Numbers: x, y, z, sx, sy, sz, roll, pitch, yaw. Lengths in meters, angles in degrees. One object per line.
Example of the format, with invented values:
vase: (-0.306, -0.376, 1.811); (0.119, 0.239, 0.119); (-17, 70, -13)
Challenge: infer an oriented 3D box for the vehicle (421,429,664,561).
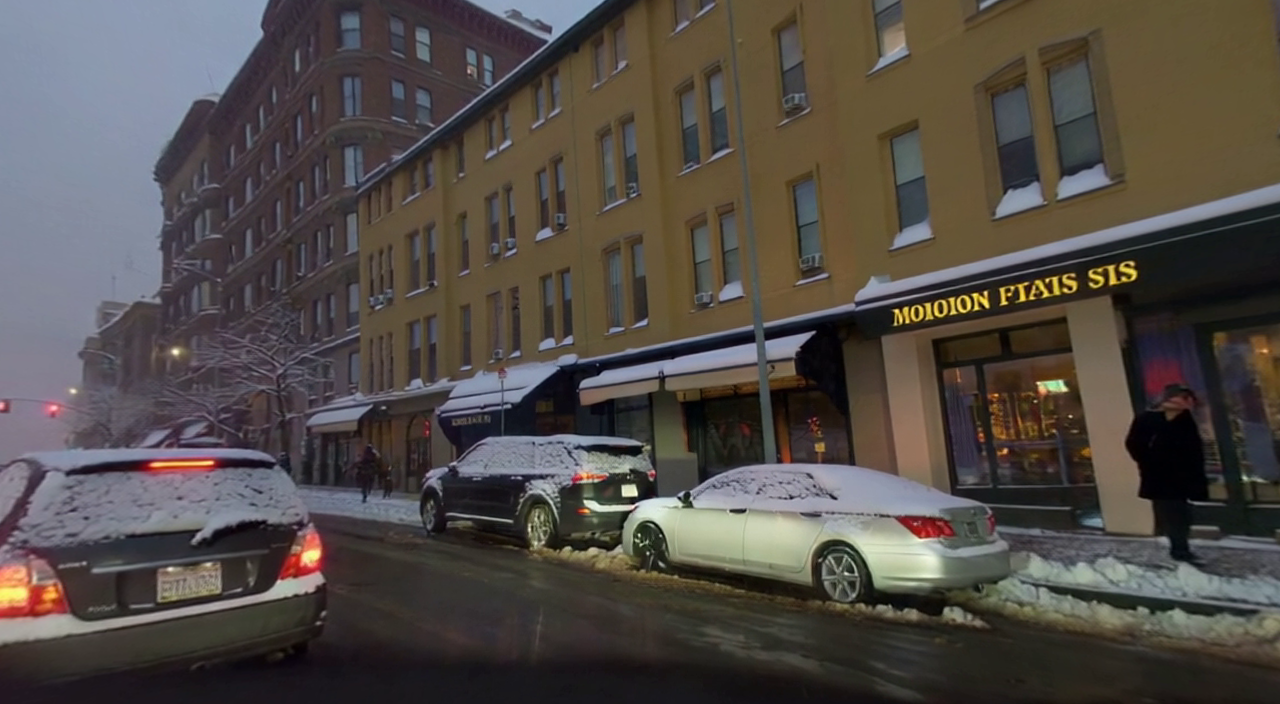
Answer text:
vehicle: (-1.911, 2.374, 11.316); (4.580, 1.853, 1.862); (-8, -12, 43)

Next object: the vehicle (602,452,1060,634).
vehicle: (1.897, 1.933, 7.518); (4.830, 1.421, 1.826); (-8, -11, 42)

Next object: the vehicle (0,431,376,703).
vehicle: (-3.960, 1.336, 4.424); (4.330, 1.458, 1.932); (-7, -11, 37)
